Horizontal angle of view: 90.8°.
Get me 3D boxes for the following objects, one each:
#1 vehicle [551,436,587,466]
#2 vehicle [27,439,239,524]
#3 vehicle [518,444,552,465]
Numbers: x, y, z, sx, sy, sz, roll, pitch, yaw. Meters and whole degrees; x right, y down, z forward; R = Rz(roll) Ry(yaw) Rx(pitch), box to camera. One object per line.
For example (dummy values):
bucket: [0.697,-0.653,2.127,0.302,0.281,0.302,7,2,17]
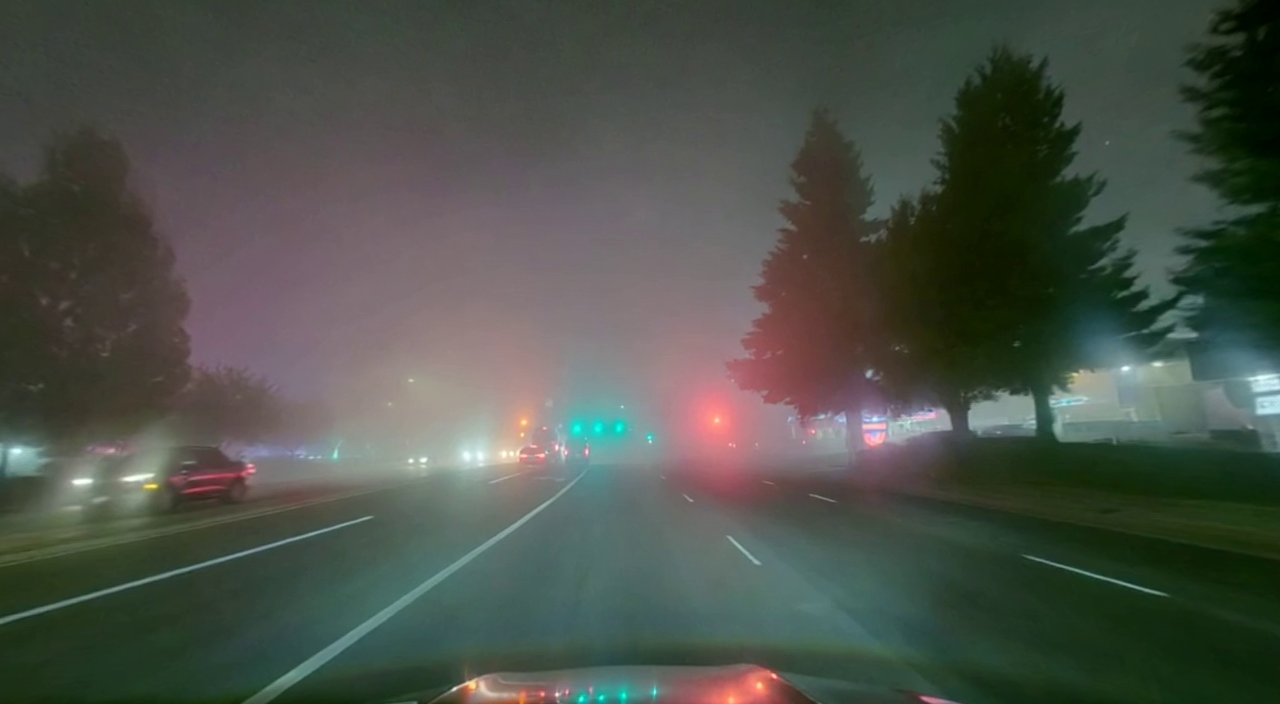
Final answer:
vehicle: [-5.050,7.146,45.673,2.206,2.007,5.190,0,-8,-3]
vehicle: [-13.187,3.335,16.917,2.003,1.922,4.463,0,-8,-2]
vehicle: [-7.875,7.736,47.765,1.993,1.490,4.768,0,-8,-2]
